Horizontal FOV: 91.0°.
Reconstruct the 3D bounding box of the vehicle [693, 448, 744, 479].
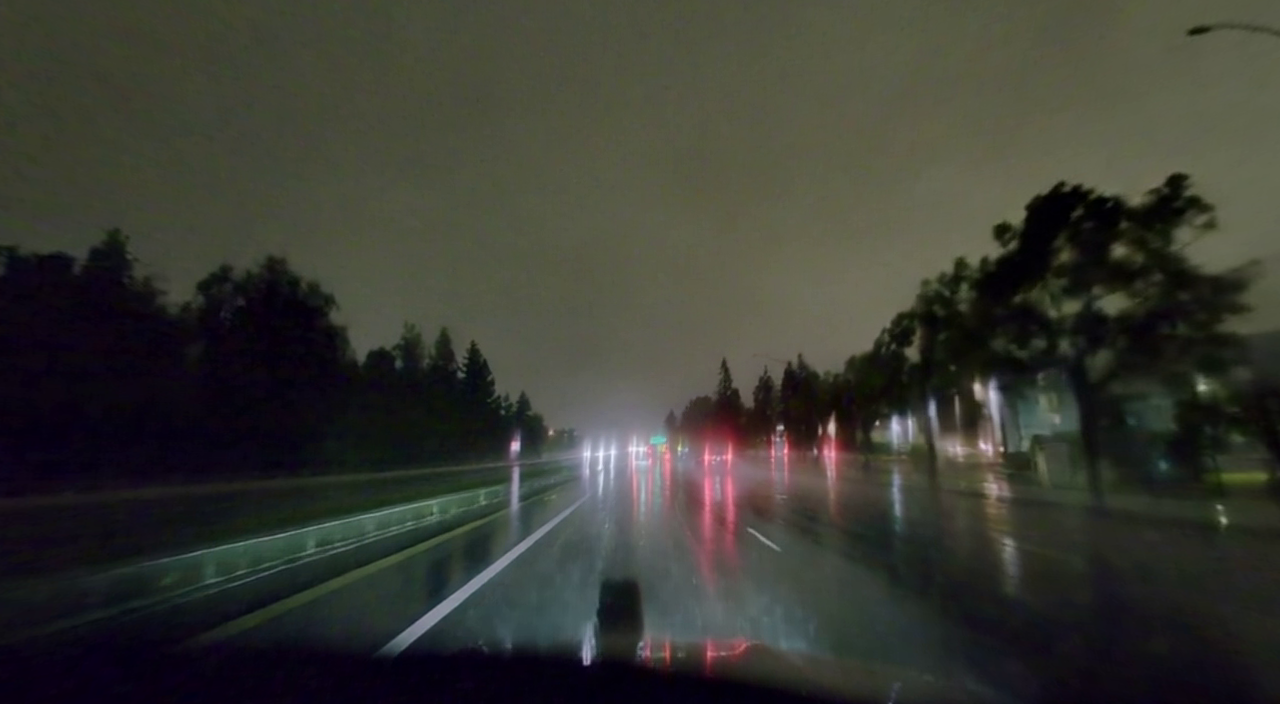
[{"bbox_3d":[4.151,5.962,33.939,2.115,1.522,4.330,0,-9,-1],"label":"vehicle"}]
